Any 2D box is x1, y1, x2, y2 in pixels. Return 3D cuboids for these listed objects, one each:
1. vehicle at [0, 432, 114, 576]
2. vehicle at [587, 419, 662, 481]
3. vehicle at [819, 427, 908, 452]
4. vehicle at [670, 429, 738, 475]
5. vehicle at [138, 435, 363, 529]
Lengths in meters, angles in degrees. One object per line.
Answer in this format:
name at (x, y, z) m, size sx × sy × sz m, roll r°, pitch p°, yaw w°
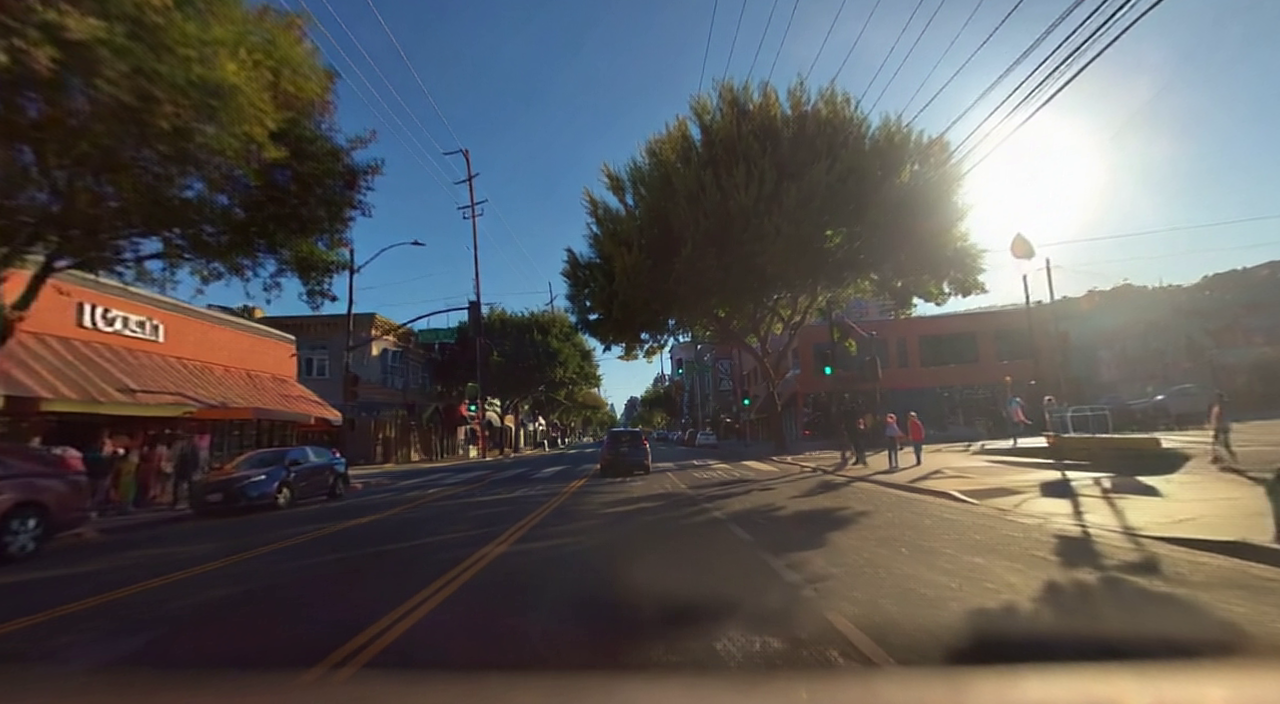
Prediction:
vehicle at (-9.616, 1.901, 7.519) m, size 1.980 × 1.931 × 5.487 m, roll 1°, pitch -8°, yaw -1°
vehicle at (-0.530, 3.357, 21.794) m, size 2.301 × 1.854 × 4.919 m, roll 0°, pitch -8°, yaw -1°
vehicle at (13.638, 5.351, 38.651) m, size 4.713 × 1.493 × 1.875 m, roll 0°, pitch -8°, yaw -2°
vehicle at (2.294, 3.749, 23.909) m, size 1.998 × 1.580 × 4.015 m, roll 0°, pitch -8°, yaw -2°
vehicle at (-9.713, 3.251, 16.649) m, size 2.048 × 1.985 × 6.011 m, roll 1°, pitch -8°, yaw 0°
